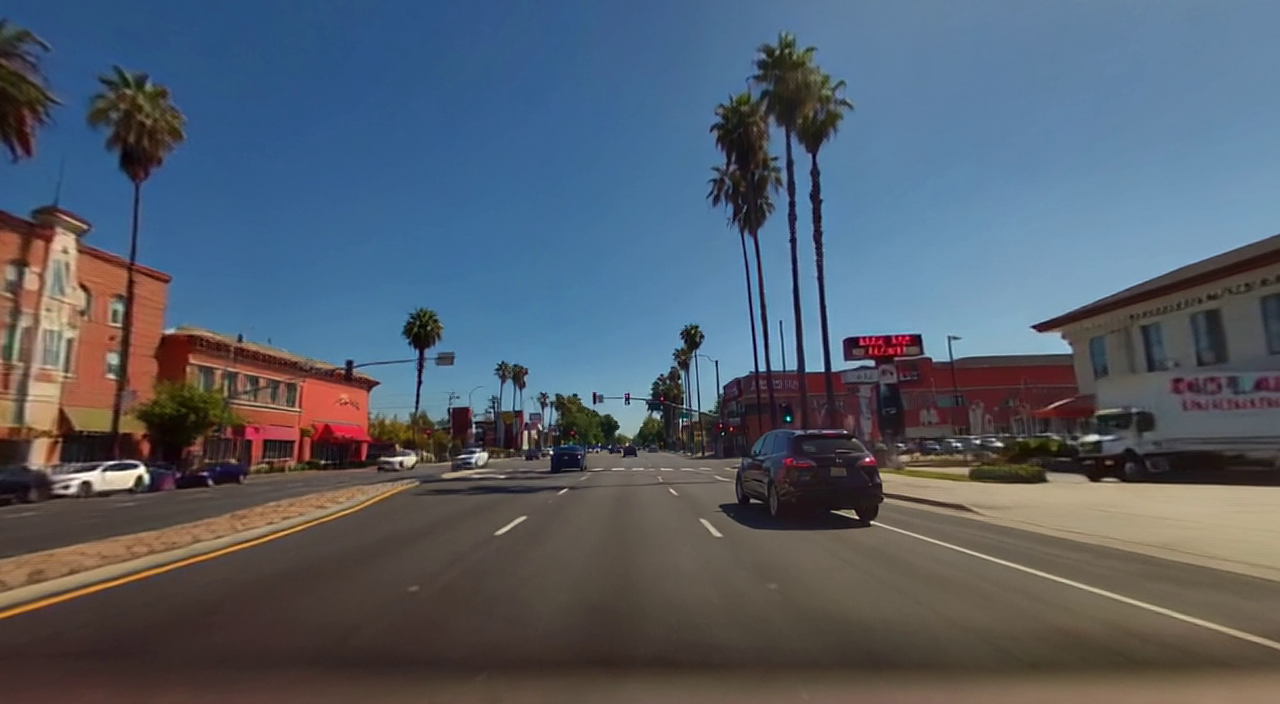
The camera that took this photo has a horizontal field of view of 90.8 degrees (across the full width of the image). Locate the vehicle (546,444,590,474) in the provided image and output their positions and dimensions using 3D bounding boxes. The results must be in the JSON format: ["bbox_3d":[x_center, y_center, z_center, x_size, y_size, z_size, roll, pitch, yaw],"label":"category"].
[{"bbox_3d":[-3.874,5.818,34.582,2.034,1.498,3.995,0,-9,-1],"label":"vehicle"}]

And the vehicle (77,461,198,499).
[{"bbox_3d":[-23.237,5.887,29.503,1.997,1.434,4.569,-2,-9,-1],"label":"vehicle"}]

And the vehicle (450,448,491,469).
[{"bbox_3d":[-13.176,8.276,49.330,1.963,1.545,4.320,0,-9,0],"label":"vehicle"}]

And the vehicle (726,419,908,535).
[{"bbox_3d":[2.950,2.201,11.677,1.982,1.711,4.276,0,-9,-2],"label":"vehicle"}]

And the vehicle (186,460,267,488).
[{"bbox_3d":[-23.369,6.882,35.875,1.752,1.430,4.078,-1,-9,2],"label":"vehicle"}]

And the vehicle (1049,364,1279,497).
[{"bbox_3d":[15.281,2.096,16.753,6.704,3.194,2.704,-1,-9,4],"label":"vehicle"}]

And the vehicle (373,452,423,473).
[{"bbox_3d":[-19.041,8.689,49.900,2.056,1.504,4.787,0,-9,0],"label":"vehicle"}]
